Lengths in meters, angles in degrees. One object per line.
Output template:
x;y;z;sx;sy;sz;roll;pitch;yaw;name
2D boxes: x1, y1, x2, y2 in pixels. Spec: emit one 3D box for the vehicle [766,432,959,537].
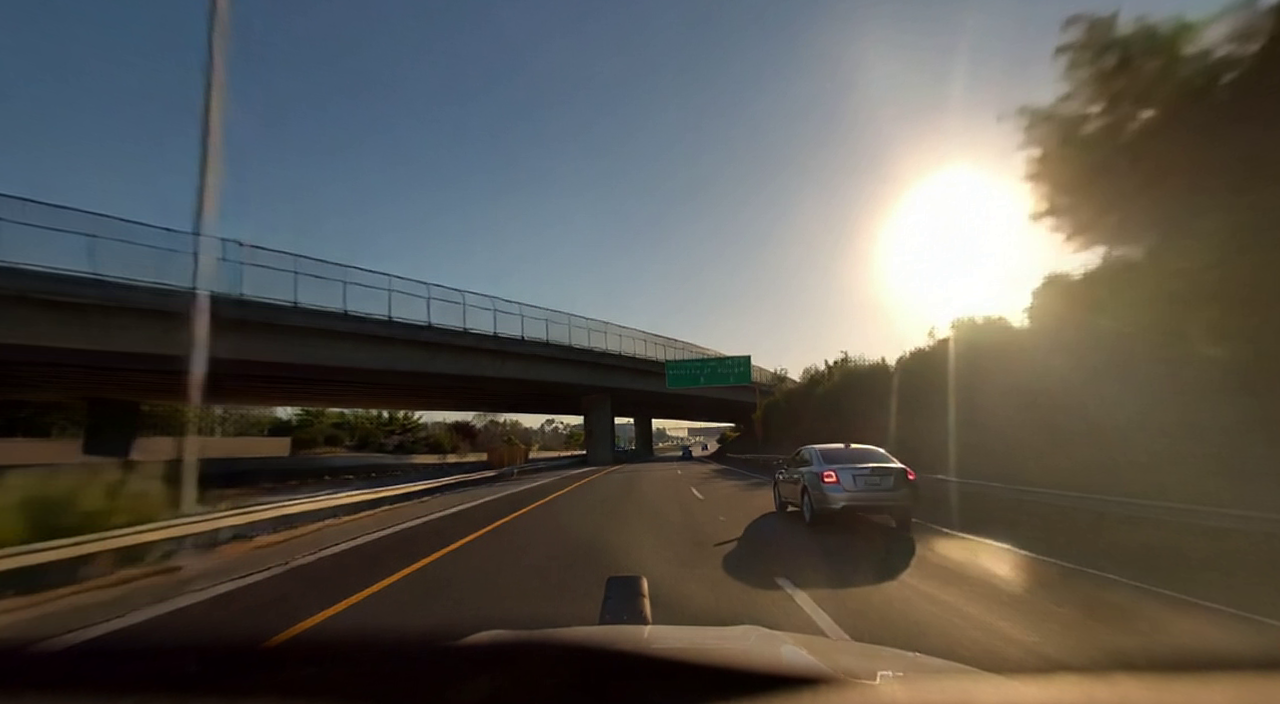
3.658;2.238;11.277;1.997;1.515;4.025;0;-8;0;vehicle
